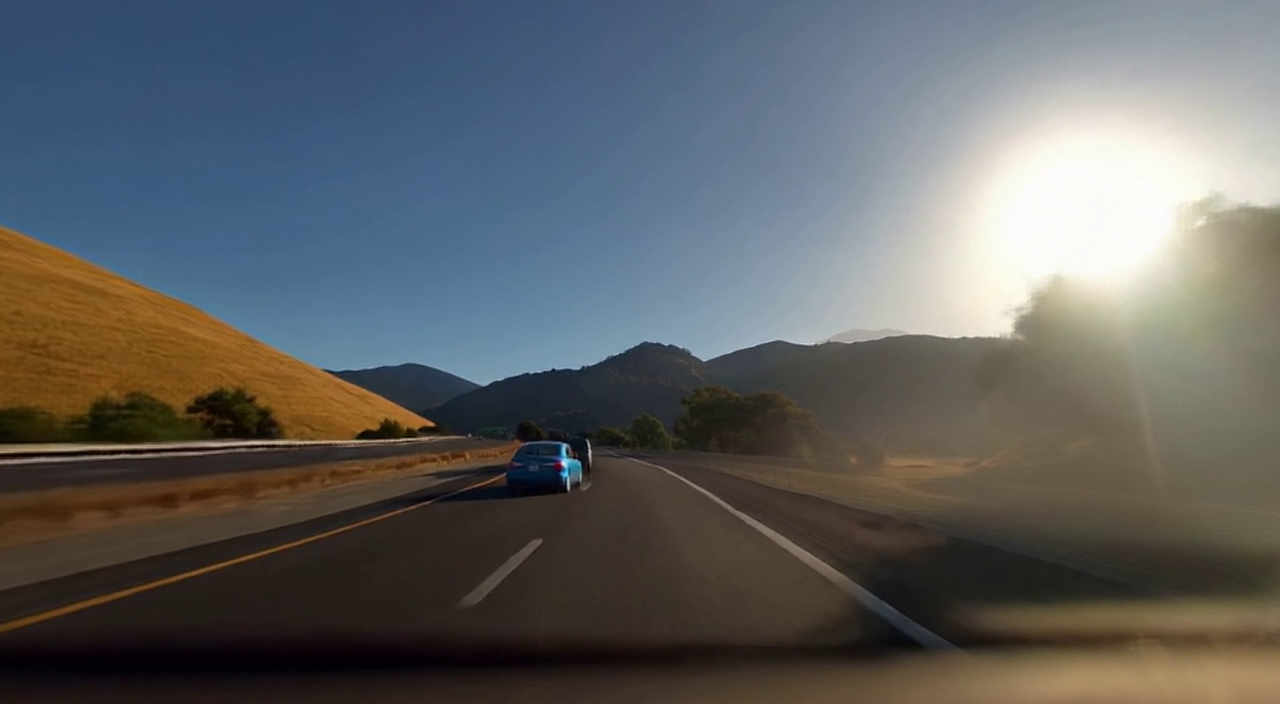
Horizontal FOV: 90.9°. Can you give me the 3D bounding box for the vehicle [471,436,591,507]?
[{"bbox_3d":[-2.540,2.938,15.992,2.097,1.511,4.585,0,-8,2],"label":"vehicle"}]
